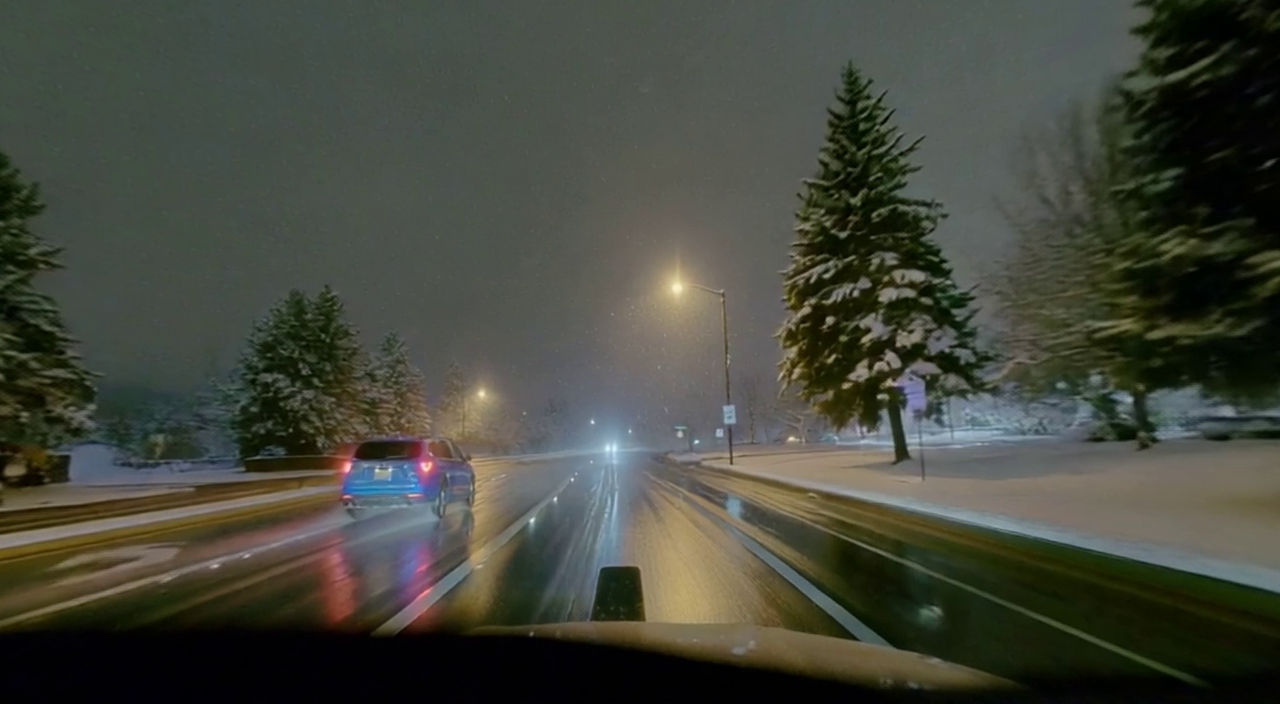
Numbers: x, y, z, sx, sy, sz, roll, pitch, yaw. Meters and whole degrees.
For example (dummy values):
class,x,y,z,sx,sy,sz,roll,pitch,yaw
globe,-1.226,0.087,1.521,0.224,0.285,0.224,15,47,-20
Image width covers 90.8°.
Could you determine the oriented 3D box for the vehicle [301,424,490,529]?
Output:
class,x,y,z,sx,sy,sz,roll,pitch,yaw
vehicle,-4.596,2.410,12.775,2.121,1.724,4.392,0,-9,-1
